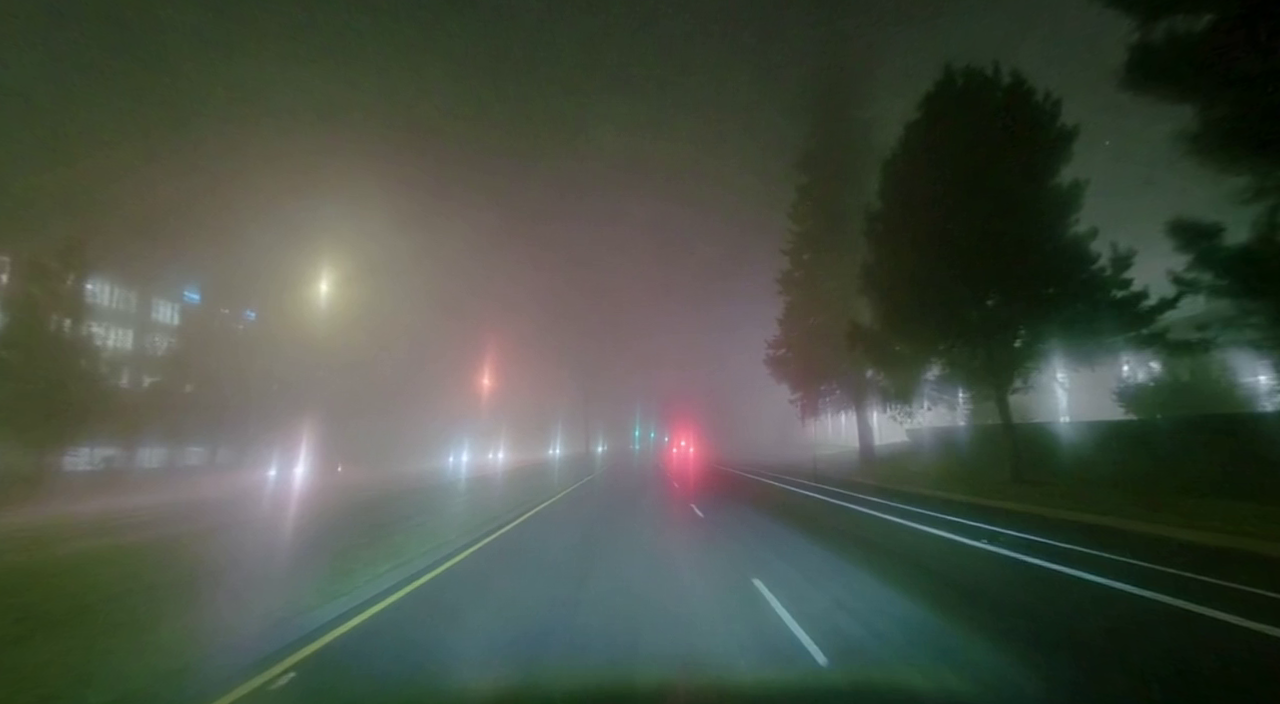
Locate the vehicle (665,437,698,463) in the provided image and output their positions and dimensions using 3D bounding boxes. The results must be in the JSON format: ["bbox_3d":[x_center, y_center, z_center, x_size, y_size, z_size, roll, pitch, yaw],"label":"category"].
[{"bbox_3d":[3.020,7.273,47.014,2.085,1.828,5.383,0,-8,-1],"label":"vehicle"}]

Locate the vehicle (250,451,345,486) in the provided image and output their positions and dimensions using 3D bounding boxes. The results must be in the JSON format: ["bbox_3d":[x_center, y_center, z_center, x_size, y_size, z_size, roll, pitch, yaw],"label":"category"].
[{"bbox_3d":[-17.072,5.807,31.801,1.973,1.536,4.871,0,-8,1],"label":"vehicle"}]
